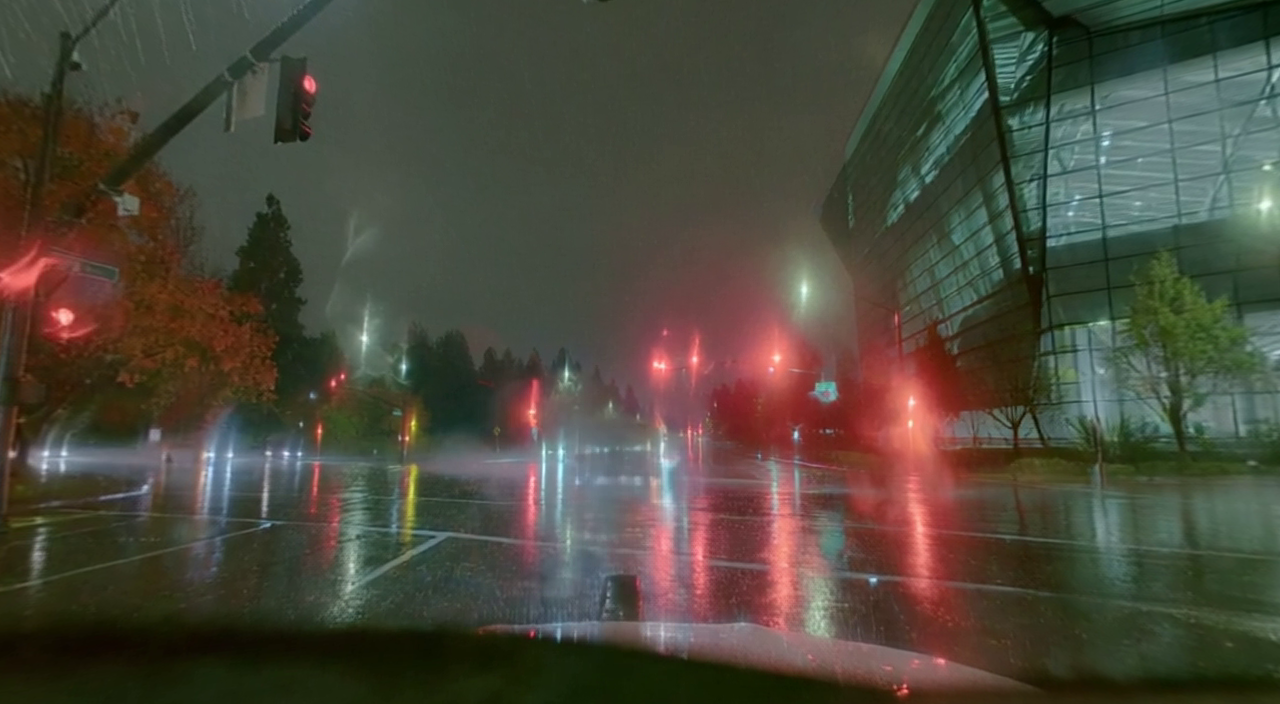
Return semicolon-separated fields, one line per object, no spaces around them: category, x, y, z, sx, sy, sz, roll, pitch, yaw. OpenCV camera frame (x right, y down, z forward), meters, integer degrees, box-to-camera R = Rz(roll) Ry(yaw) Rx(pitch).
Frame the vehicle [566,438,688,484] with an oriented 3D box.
vehicle;-0.522;3.915;23.025;4.110;1.511;1.883;-7;-11;36

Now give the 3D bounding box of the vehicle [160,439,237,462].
vehicle;-30.784;6.879;43.965;5.408;1.505;2.091;-5;-10;28
